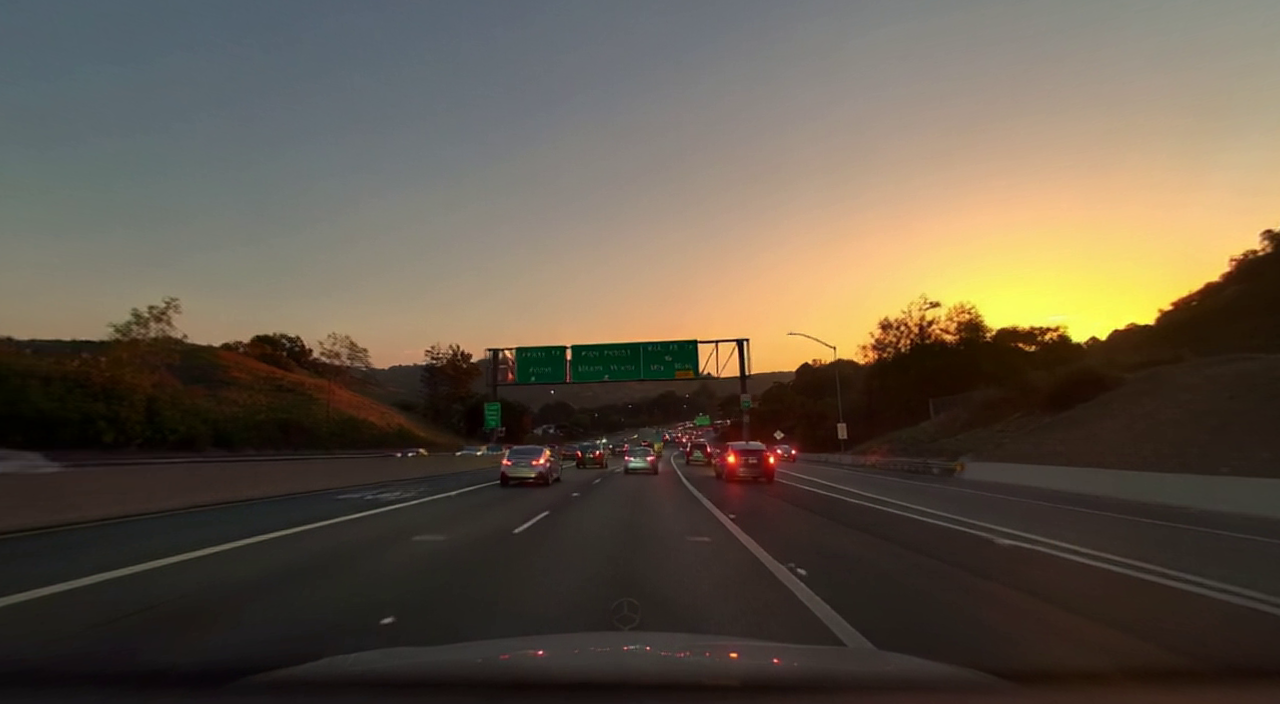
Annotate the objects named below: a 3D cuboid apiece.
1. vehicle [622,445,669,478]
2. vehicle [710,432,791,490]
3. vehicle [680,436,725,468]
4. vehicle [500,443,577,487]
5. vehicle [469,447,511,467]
[{"bbox_3d":[0.276,5.183,30.074,2.071,1.478,4.130,0,-9,1],"label":"vehicle"},{"bbox_3d":[3.653,3.709,21.699,2.045,1.768,4.249,0,-9,0],"label":"vehicle"},{"bbox_3d":[4.524,7.467,47.061,2.802,2.151,6.579,0,-9,1],"label":"vehicle"},{"bbox_3d":[-3.708,4.196,23.755,1.996,1.488,4.451,0,-9,2],"label":"vehicle"},{"bbox_3d":[-11.832,8.278,49.913,2.042,1.526,4.580,0,-9,3],"label":"vehicle"}]
